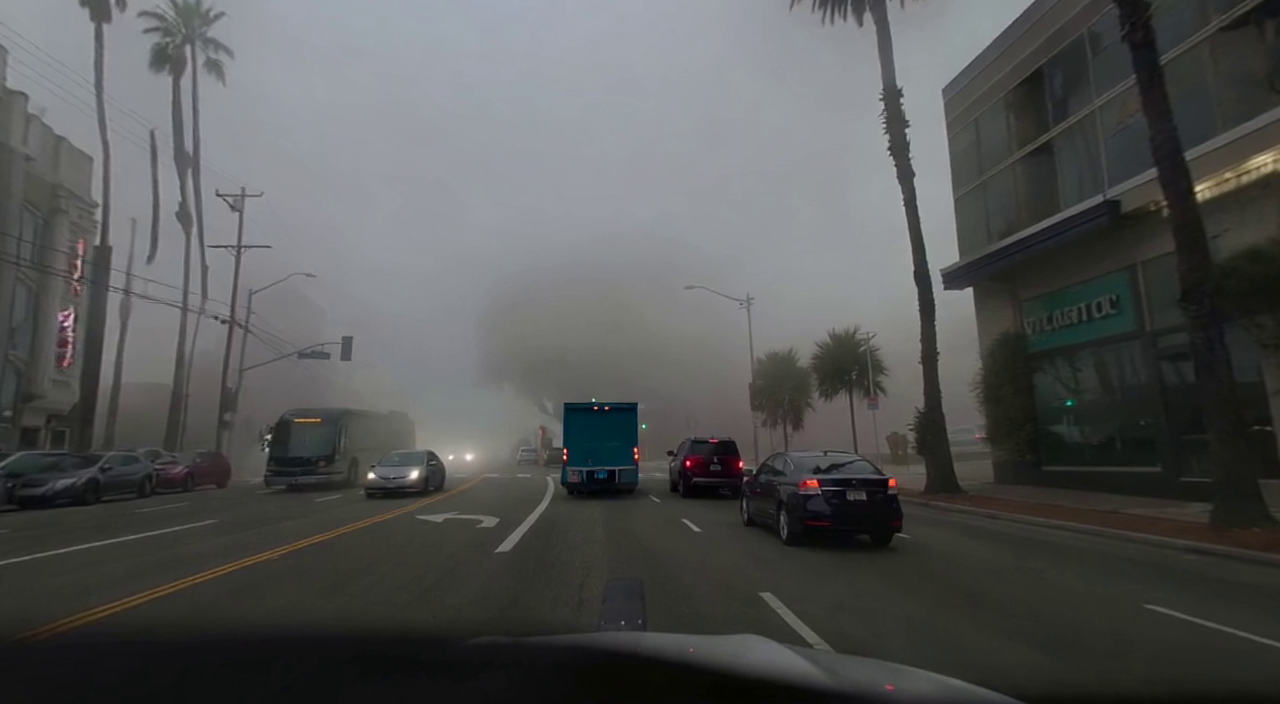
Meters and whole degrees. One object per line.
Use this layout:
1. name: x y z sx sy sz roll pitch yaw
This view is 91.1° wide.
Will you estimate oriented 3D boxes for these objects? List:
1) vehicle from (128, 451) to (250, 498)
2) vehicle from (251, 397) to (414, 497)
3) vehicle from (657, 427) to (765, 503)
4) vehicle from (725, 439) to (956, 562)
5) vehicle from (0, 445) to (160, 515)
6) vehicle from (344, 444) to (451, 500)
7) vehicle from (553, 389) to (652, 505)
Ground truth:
1. vehicle: -16.980 4.581 23.940 1.861 1.574 4.456 1 -8 -9
2. vehicle: -12.722 4.120 27.548 2.996 3.432 11.265 1 -8 -9
3. vehicle: 1.919 3.354 19.122 2.157 1.944 5.423 1 -8 -6
4. vehicle: 2.832 2.197 10.209 1.978 1.507 4.636 0 -8 -3
5. vehicle: -15.941 3.451 17.490 1.965 1.679 4.455 1 -8 -7
6. vehicle: -7.552 3.751 20.069 2.170 1.555 4.187 1 -8 -7
7. vehicle: -1.347 2.876 19.188 2.517 2.926 6.177 1 -8 -8
